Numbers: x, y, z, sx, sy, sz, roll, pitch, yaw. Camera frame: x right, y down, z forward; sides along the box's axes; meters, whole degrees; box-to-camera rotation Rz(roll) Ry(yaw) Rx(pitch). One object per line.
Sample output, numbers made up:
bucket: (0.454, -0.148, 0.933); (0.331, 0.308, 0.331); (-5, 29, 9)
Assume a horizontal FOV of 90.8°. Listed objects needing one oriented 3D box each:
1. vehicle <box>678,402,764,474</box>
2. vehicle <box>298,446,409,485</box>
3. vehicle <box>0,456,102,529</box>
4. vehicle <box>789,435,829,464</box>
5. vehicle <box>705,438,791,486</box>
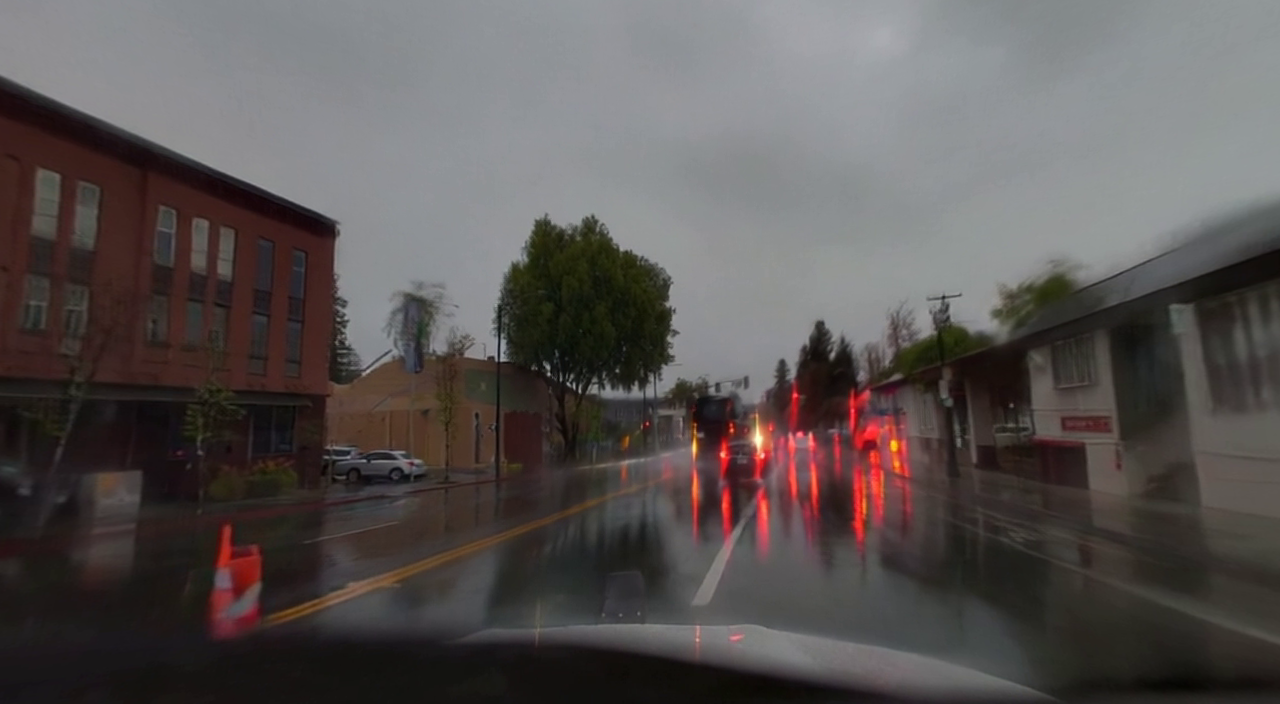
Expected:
vehicle: (4.917, 4.877, 35.449); (2.977, 3.271, 12.748); (-2, -9, 15)
vehicle: (-13.555, 5.345, 30.008); (4.397, 1.698, 1.932); (-2, -9, 12)
vehicle: (-16.030, 3.262, 15.054); (4.952, 1.510, 2.115); (-1, -9, 11)
vehicle: (12.081, 6.919, 44.956); (2.110, 1.942, 4.376); (-3, -9, 22)
vehicle: (3.658, 3.794, 22.160); (2.159, 1.506, 4.086); (1, -8, -2)
